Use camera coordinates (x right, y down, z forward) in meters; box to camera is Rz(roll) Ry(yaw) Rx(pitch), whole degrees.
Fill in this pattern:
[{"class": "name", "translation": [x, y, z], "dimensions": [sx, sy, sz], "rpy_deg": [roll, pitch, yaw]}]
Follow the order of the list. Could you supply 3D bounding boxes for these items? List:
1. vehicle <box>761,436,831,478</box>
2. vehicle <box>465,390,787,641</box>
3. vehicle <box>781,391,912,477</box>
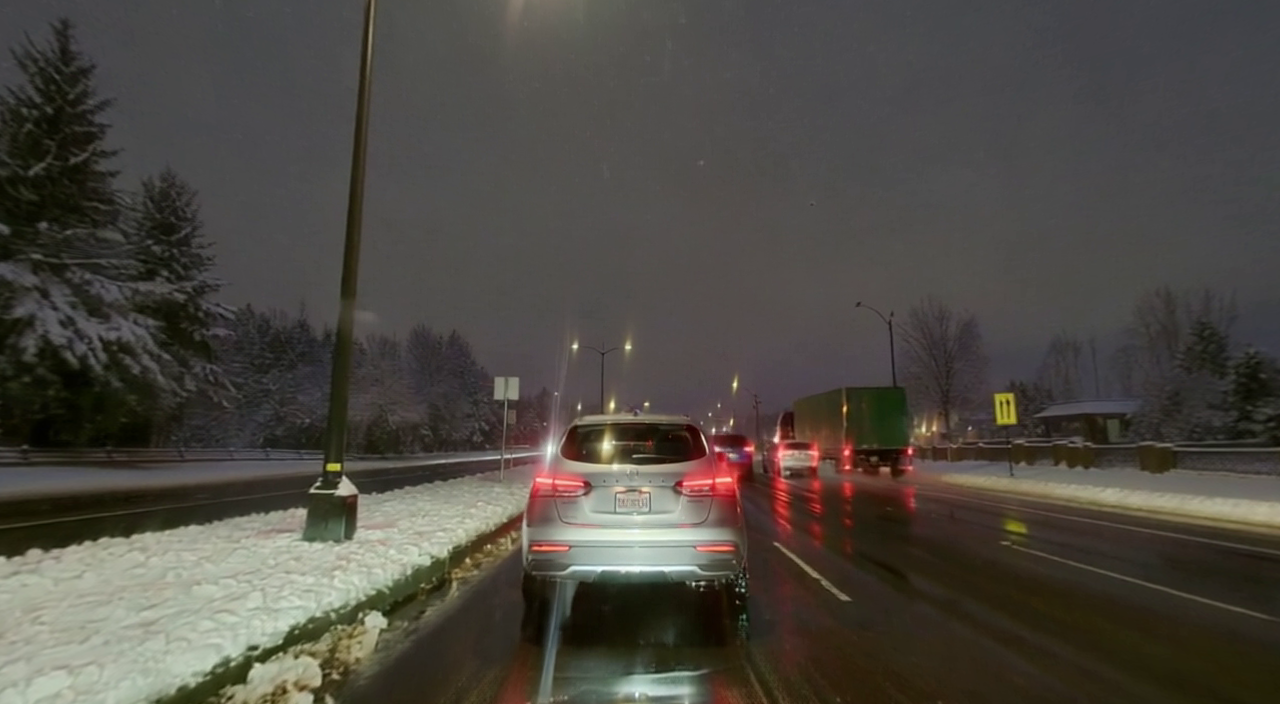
[{"class": "vehicle", "translation": [7.275, 4.946, 29.818], "dimensions": [2.024, 1.810, 4.807], "rpy_deg": [0, -8, -1]}, {"class": "vehicle", "translation": [-0.111, 1.409, 6.365], "dimensions": [2.172, 1.694, 4.055], "rpy_deg": [0, -8, -1]}, {"class": "vehicle", "translation": [10.876, 4.646, 34.888], "dimensions": [3.025, 3.993, 11.243], "rpy_deg": [0, -9, -2]}]
